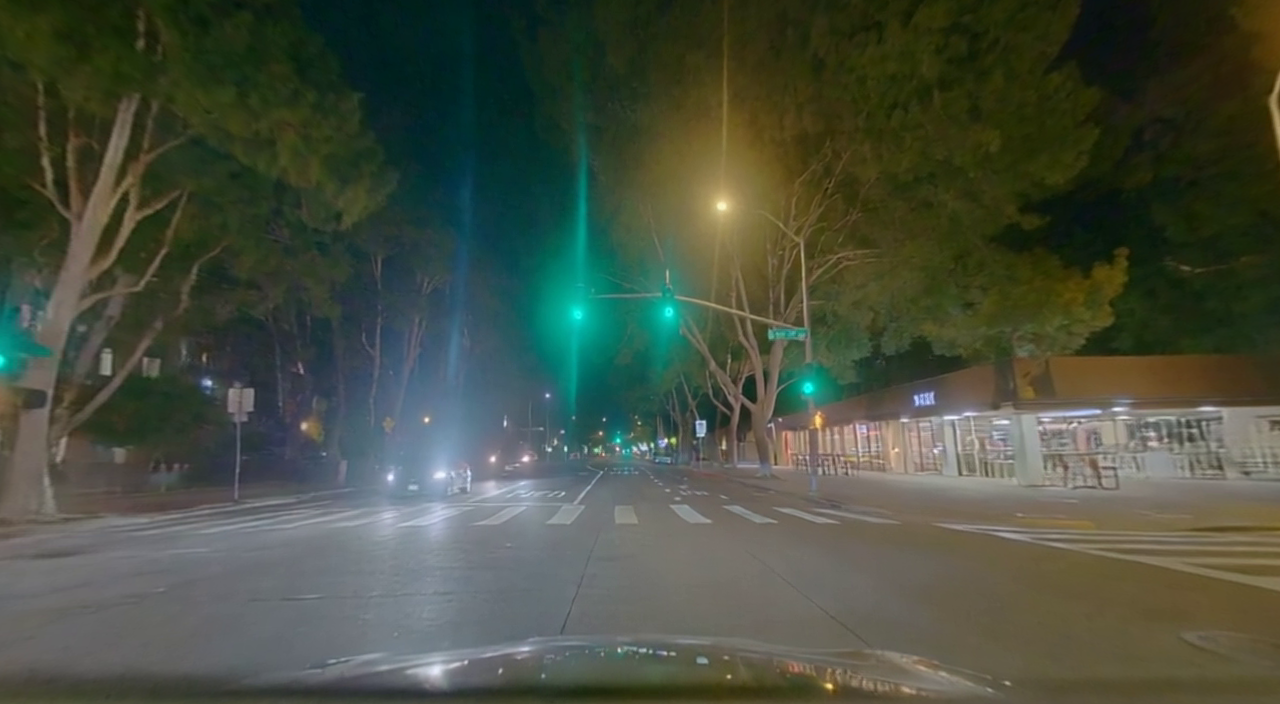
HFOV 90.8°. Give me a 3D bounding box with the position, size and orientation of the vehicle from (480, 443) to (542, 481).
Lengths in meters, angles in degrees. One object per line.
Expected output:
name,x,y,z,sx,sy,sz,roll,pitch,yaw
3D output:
vehicle,-7.096,6.113,35.396,2.545,1.943,5.168,0,-8,-2

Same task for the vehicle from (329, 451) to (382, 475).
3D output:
vehicle,-20.990,8.176,46.755,1.981,1.510,4.439,0,-7,-2

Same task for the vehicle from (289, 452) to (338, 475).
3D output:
vehicle,-23.583,8.085,45.817,1.739,1.373,3.759,2,-6,-4

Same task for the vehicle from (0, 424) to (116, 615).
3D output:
vehicle,-6.428,1.244,4.220,2.071,1.588,4.336,0,-8,1

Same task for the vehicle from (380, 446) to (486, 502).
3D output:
vehicle,-6.653,3.936,20.910,2.019,1.596,4.608,0,-8,-1
